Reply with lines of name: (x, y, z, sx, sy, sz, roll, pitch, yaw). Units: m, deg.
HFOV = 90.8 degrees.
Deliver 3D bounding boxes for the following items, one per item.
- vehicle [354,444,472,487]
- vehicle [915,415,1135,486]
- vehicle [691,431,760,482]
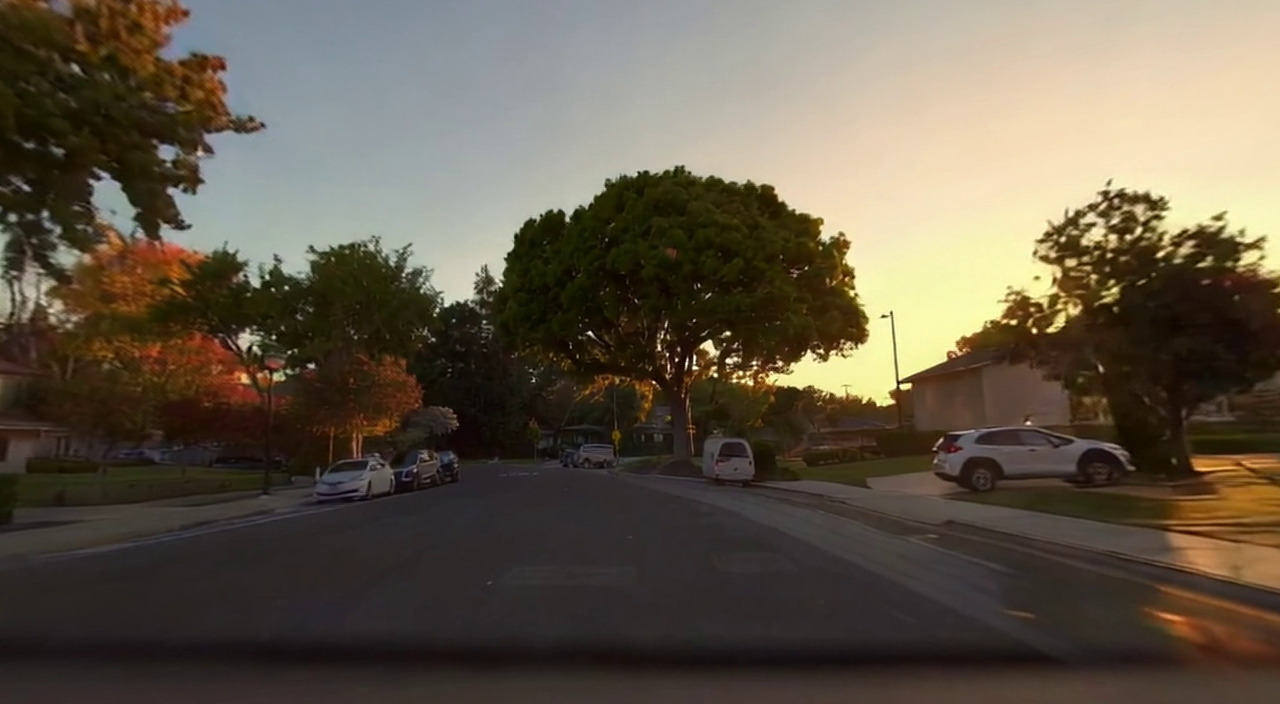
vehicle: (-10.261, 5.108, 28.749, 4.620, 1.695, 2.004, 5, -11, -40)
vehicle: (10.550, 2.740, 17.630, 4.733, 1.843, 2.005, 0, -9, 1)
vehicle: (3.457, 4.360, 26.494, 2.051, 1.925, 4.625, 0, -9, -2)
